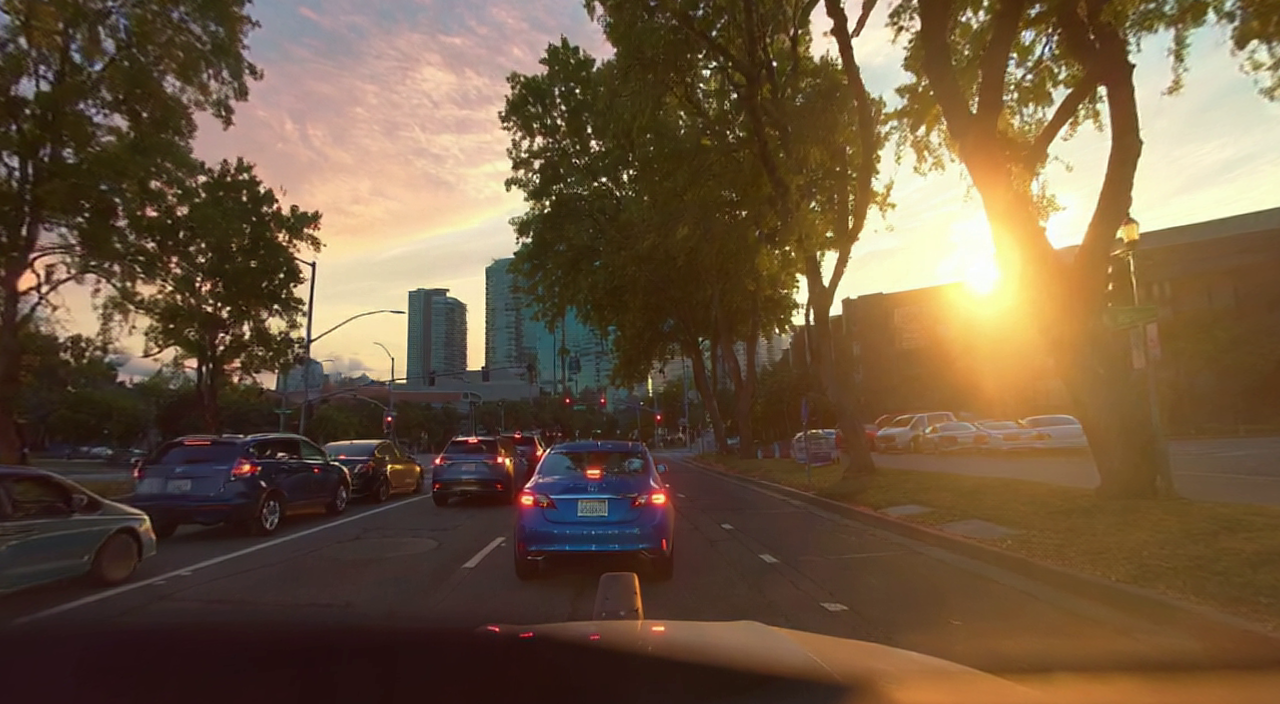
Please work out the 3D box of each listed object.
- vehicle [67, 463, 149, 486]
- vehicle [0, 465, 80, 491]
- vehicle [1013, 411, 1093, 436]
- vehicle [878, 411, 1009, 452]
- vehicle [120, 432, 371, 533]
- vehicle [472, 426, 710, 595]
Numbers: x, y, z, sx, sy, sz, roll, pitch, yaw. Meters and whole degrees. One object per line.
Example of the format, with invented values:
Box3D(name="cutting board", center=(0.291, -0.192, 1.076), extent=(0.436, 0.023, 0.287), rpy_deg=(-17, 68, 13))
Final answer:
Box3D(name="vehicle", center=(-36.410, 8.387, 43.301), extent=(3.918, 1.423, 1.861), rpy_deg=(0, -9, 1))
Box3D(name="vehicle", center=(-36.619, 7.550, 37.935), extent=(4.093, 1.440, 1.804), rpy_deg=(0, -9, -2))
Box3D(name="vehicle", center=(30.246, 5.264, 46.446), extent=(4.627, 1.671, 1.929), rpy_deg=(-5, -10, 28))
Box3D(name="vehicle", center=(13.927, 3.704, 29.228), extent=(4.975, 1.809, 1.956), rpy_deg=(0, -9, 1))
Box3D(name="vehicle", center=(-7.274, 2.429, 12.355), extent=(2.096, 1.593, 4.288), rpy_deg=(0, -9, 1))
Box3D(name="vehicle", center=(-0.420, 1.711, 7.631), extent=(2.104, 1.472, 3.946), rpy_deg=(0, -9, 0))
